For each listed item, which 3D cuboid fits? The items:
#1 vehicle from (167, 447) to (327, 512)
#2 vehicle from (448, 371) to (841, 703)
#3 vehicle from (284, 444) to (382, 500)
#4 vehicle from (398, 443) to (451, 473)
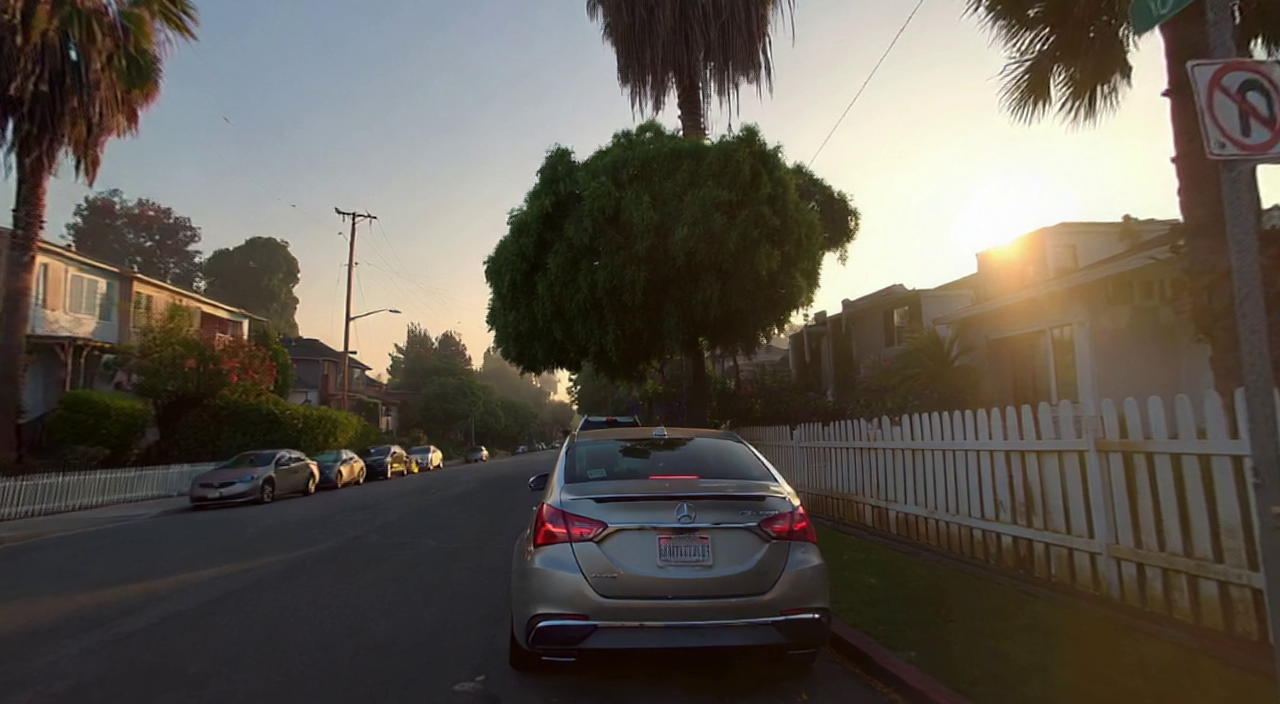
[{"bbox_3d":[-11.387,3.664,18.787,2.017,1.627,5.039,1,-8,-7],"label":"vehicle"},{"bbox_3d":[-0.135,1.223,4.991,1.894,1.695,3.795,1,-8,-6],"label":"vehicle"},{"bbox_3d":[-12.143,4.721,25.257,2.048,1.485,4.757,-4,-4,-7],"label":"vehicle"},{"bbox_3d":[-13.148,6.474,38.702,2.060,1.689,4.999,1,-8,-7],"label":"vehicle"}]
